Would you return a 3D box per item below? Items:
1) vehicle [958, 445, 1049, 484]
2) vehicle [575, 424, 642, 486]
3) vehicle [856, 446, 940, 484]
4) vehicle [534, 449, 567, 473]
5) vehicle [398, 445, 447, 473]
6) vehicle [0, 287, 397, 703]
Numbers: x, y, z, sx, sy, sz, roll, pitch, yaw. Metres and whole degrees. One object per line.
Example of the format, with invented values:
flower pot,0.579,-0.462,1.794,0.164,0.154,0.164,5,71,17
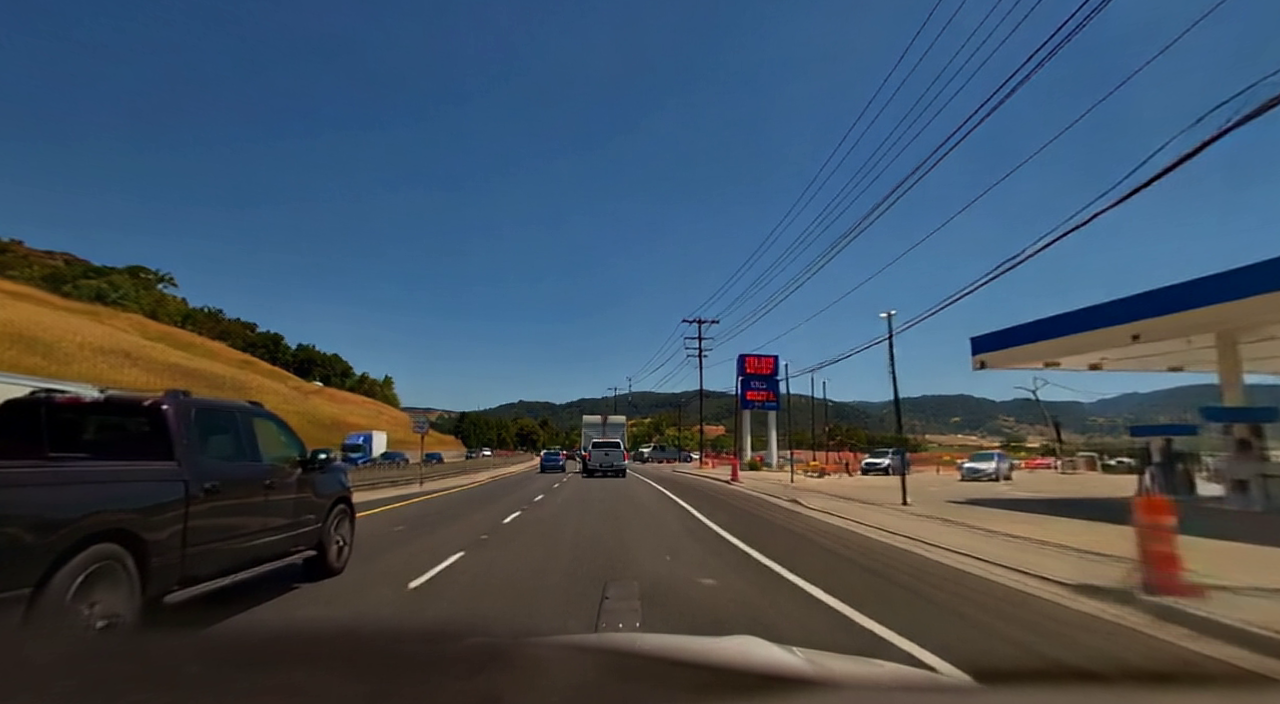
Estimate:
vehicle,19.010,5.813,32.938,5.424,1.844,2.255,7,-11,-40
vehicle,-1.311,4.254,26.264,2.486,2.280,5.291,0,-9,-3
vehicle,14.230,6.111,34.689,5.331,1.917,2.166,8,-12,-42
vehicle,-6.027,7.370,43.026,1.972,1.496,4.150,1,-9,-5
vehicle,-15.514,7.667,45.417,2.094,1.872,5.085,1,-9,-5
vehicle,-3.953,0.991,4.385,2.345,2.012,5.693,0,-9,-1
